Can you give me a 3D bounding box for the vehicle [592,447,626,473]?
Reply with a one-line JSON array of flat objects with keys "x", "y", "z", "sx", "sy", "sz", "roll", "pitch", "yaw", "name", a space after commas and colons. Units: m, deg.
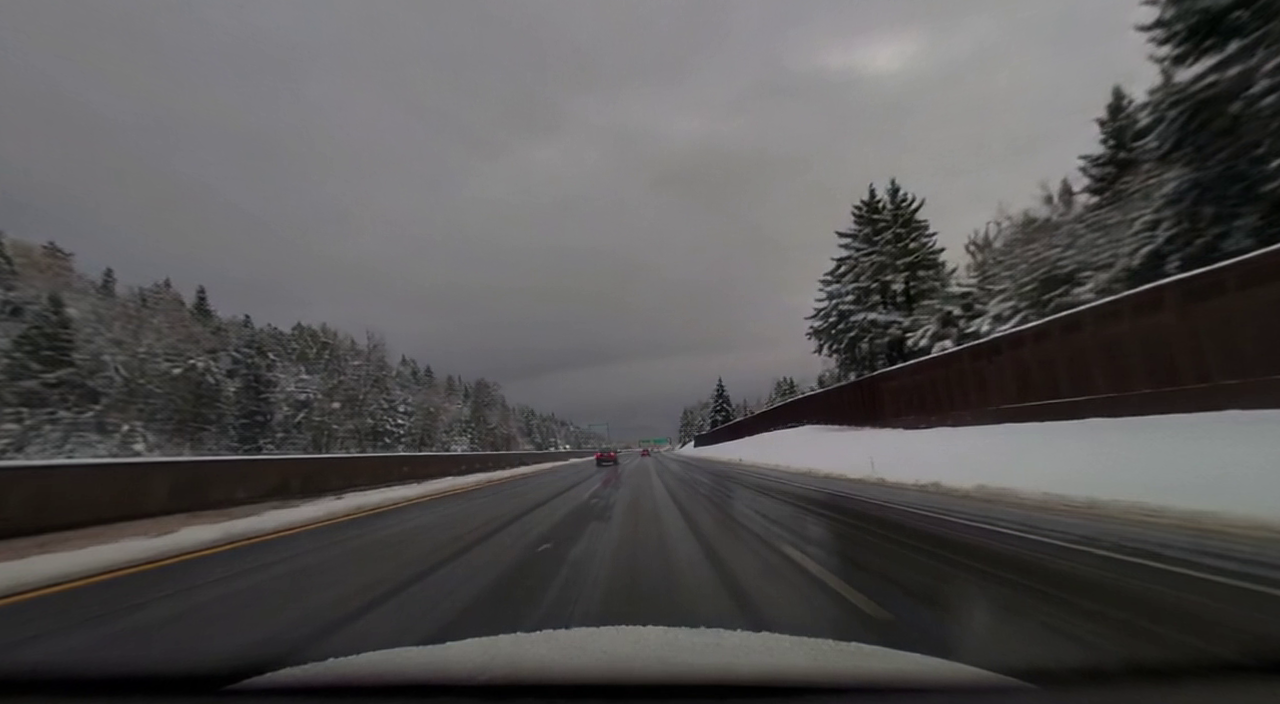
[{"x": -1.924, "y": 6.799, "z": 39.864, "sx": 1.873, "sy": 1.529, "sz": 3.953, "roll": 0, "pitch": -9, "yaw": 1, "name": "vehicle"}]
